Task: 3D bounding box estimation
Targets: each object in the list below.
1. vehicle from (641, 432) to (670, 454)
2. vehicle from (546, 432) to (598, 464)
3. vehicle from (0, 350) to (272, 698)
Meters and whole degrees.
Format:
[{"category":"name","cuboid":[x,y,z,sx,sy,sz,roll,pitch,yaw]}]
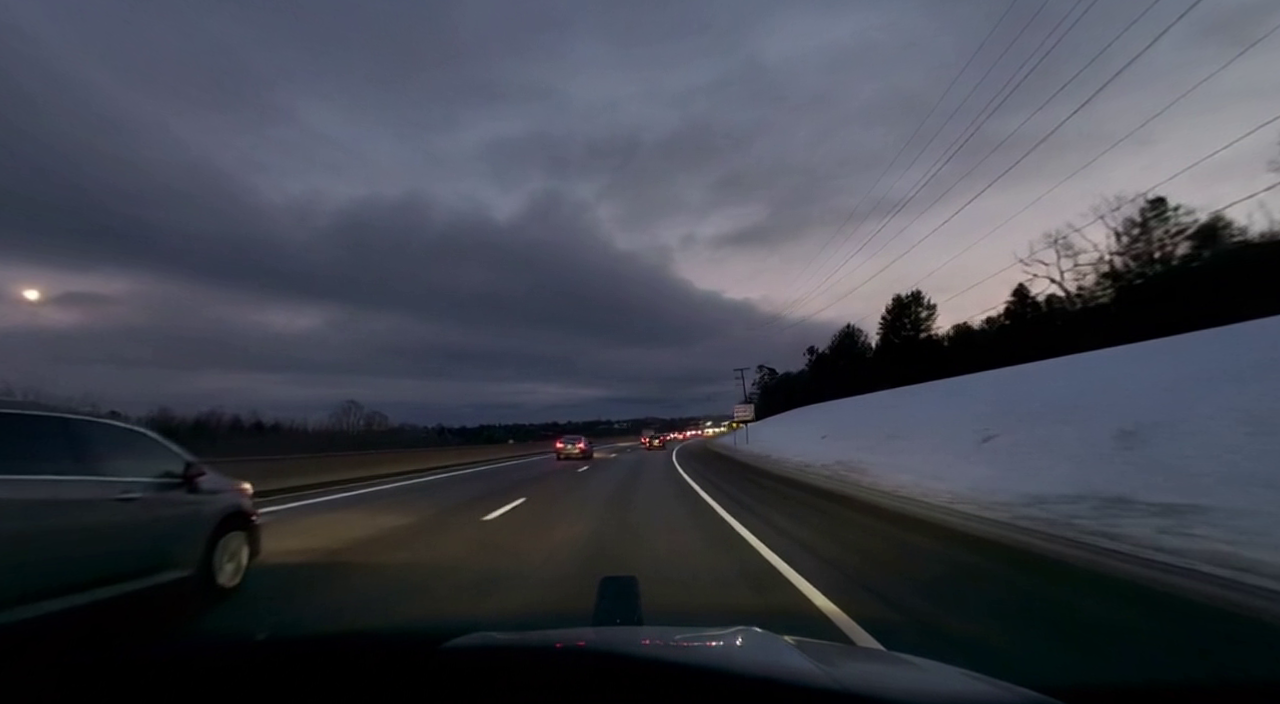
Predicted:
[{"category":"vehicle","cuboid":[1.224,6.851,47.519,2.077,1.523,4.206,0,-8,3]},{"category":"vehicle","cuboid":[-3.392,4.852,32.119,2.030,1.522,4.250,0,-8,2]},{"category":"vehicle","cuboid":[-4.193,0.856,3.165,2.072,1.706,4.260,0,-8,0]}]
